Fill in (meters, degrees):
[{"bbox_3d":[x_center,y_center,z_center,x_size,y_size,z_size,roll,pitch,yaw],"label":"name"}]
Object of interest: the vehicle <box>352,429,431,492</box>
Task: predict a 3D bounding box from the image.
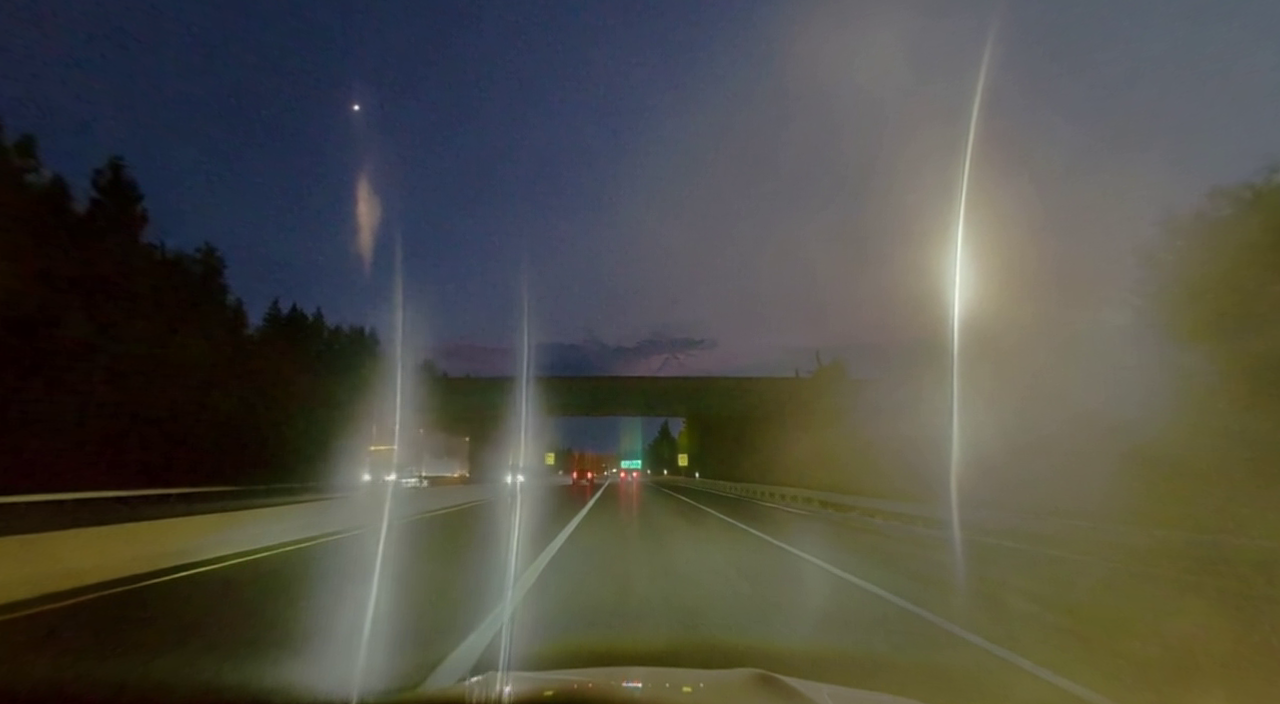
[{"bbox_3d":[-17.072,7.563,43.724,3.032,3.979,5.796,1,-11,-2],"label":"vehicle"}]
